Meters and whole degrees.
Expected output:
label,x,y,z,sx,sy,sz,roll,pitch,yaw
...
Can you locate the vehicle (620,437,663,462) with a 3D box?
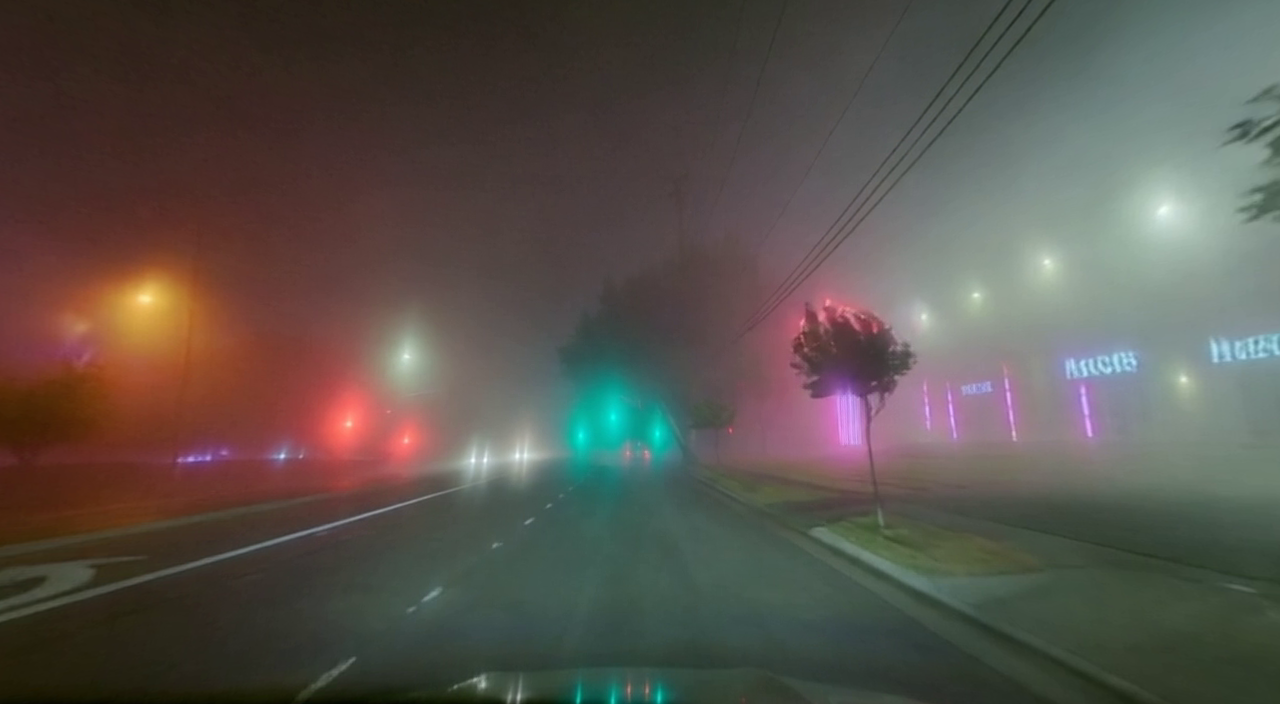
label,x,y,z,sx,sy,sz,roll,pitch,yaw
vehicle,0.152,6.747,43.719,2.191,1.607,4.361,-1,-9,11
